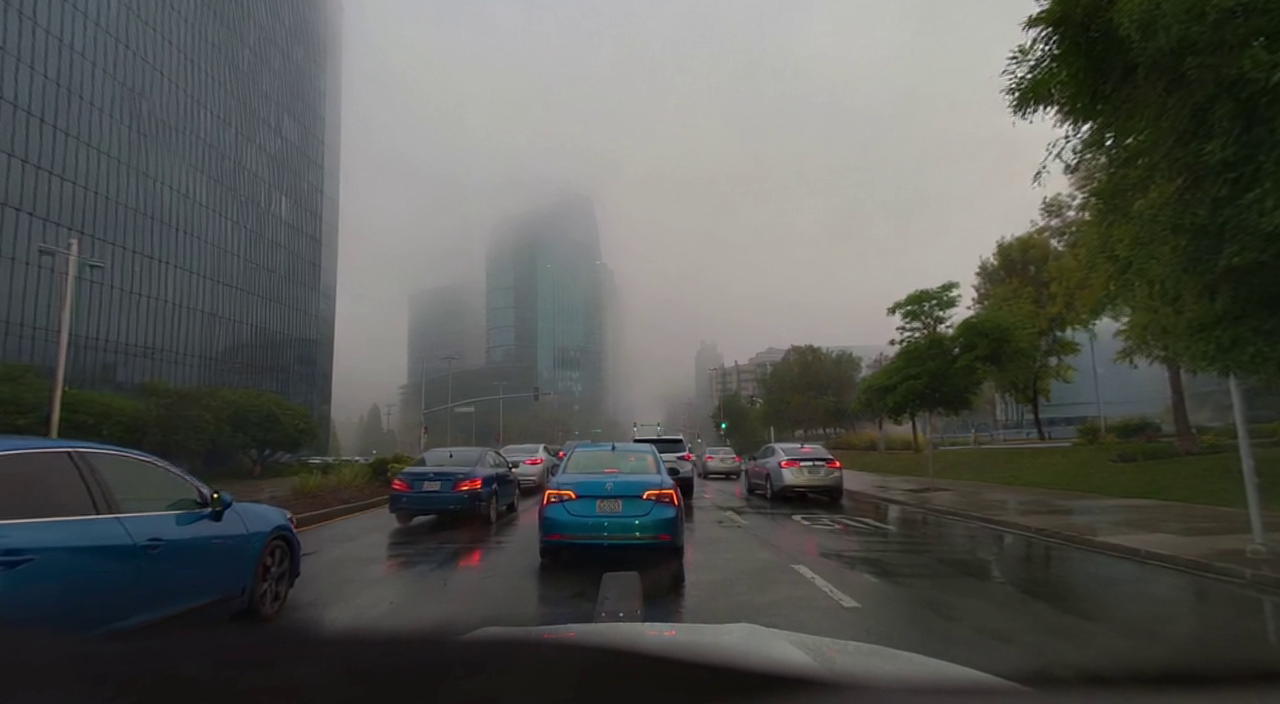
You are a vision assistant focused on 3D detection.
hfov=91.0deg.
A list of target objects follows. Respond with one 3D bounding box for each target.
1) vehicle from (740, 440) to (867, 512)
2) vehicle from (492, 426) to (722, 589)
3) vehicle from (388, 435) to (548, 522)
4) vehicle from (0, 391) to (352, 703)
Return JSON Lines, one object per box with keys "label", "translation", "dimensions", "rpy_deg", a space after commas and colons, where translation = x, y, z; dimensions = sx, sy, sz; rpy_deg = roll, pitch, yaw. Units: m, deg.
{"label": "vehicle", "translation": [3.847, 2.982, 15.653], "dimensions": [1.940, 1.514, 4.187], "rpy_deg": [0, -9, -1]}
{"label": "vehicle", "translation": [-0.252, 1.797, 8.190], "dimensions": [2.174, 1.509, 4.374], "rpy_deg": [0, -9, 2]}
{"label": "vehicle", "translation": [-3.336, 2.544, 13.262], "dimensions": [2.044, 1.508, 4.479], "rpy_deg": [0, -9, 1]}
{"label": "vehicle", "translation": [-3.555, 1.073, 3.534], "dimensions": [1.933, 1.520, 4.195], "rpy_deg": [0, -9, -1]}
